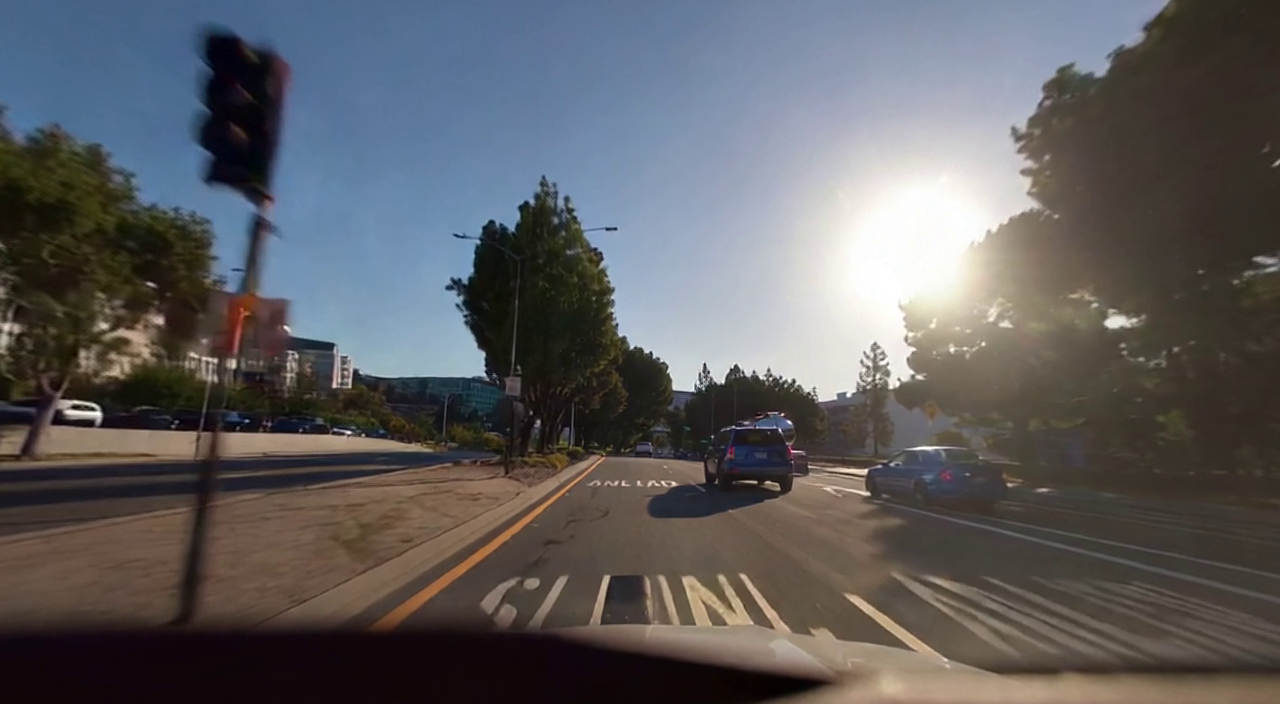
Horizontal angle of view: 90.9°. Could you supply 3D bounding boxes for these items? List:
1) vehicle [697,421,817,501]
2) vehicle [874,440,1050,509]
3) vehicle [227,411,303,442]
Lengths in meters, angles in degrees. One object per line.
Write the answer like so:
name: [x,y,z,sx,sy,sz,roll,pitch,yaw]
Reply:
vehicle: [2.755,2.700,16.022,2.045,1.729,4.532,0,-8,-1]
vehicle: [7.834,2.983,15.914,1.966,1.476,4.270,1,-8,-4]
vehicle: [-28.974,5.759,48.726,4.573,1.751,2.109,6,-7,11]
